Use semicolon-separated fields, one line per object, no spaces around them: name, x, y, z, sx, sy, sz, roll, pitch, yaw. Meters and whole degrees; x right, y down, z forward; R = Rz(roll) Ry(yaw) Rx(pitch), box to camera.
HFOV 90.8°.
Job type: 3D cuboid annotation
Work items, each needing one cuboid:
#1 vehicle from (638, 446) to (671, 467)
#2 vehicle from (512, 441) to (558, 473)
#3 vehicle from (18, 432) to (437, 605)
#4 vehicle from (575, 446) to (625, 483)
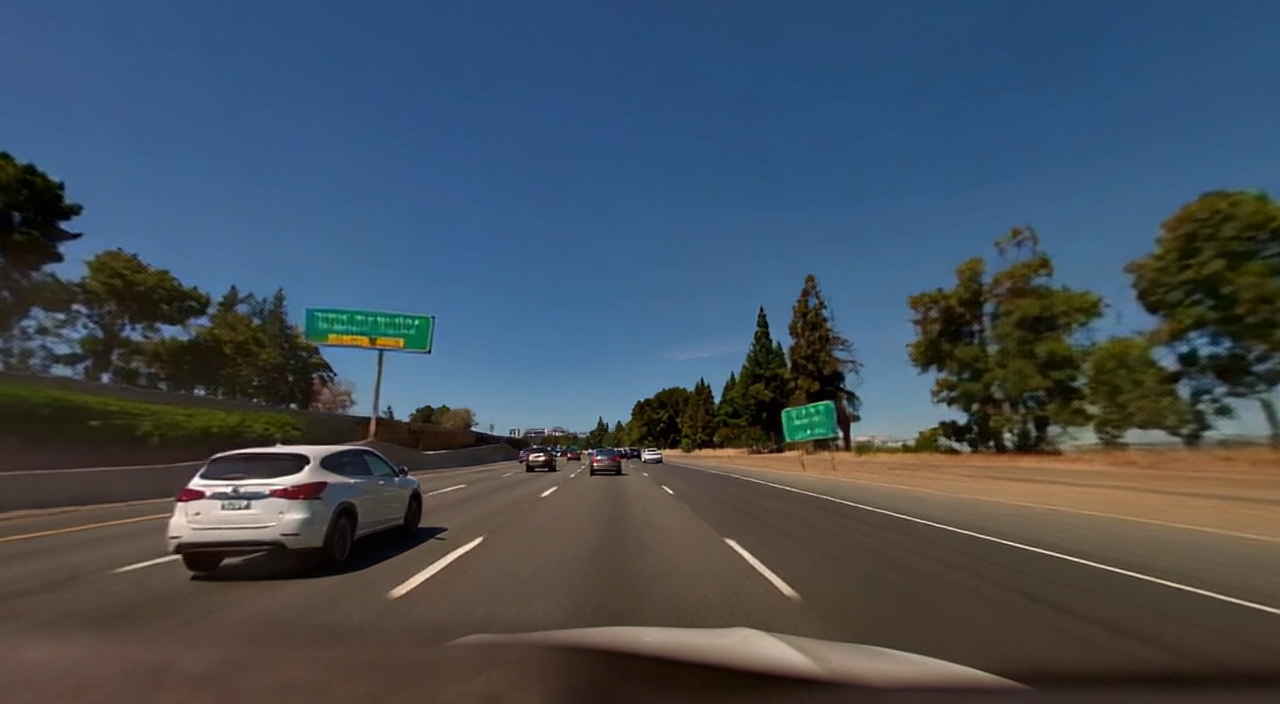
vehicle;1.023;7.706;46.897;2.021;1.447;3.985;0;-9;-4
vehicle;-6.158;6.202;37.576;2.244;1.755;4.417;0;-9;-3
vehicle;-4.418;1.836;8.079;2.049;1.482;4.981;0;-9;-1
vehicle;-1.683;4.725;26.884;1.947;1.437;4.345;0;-9;-4
